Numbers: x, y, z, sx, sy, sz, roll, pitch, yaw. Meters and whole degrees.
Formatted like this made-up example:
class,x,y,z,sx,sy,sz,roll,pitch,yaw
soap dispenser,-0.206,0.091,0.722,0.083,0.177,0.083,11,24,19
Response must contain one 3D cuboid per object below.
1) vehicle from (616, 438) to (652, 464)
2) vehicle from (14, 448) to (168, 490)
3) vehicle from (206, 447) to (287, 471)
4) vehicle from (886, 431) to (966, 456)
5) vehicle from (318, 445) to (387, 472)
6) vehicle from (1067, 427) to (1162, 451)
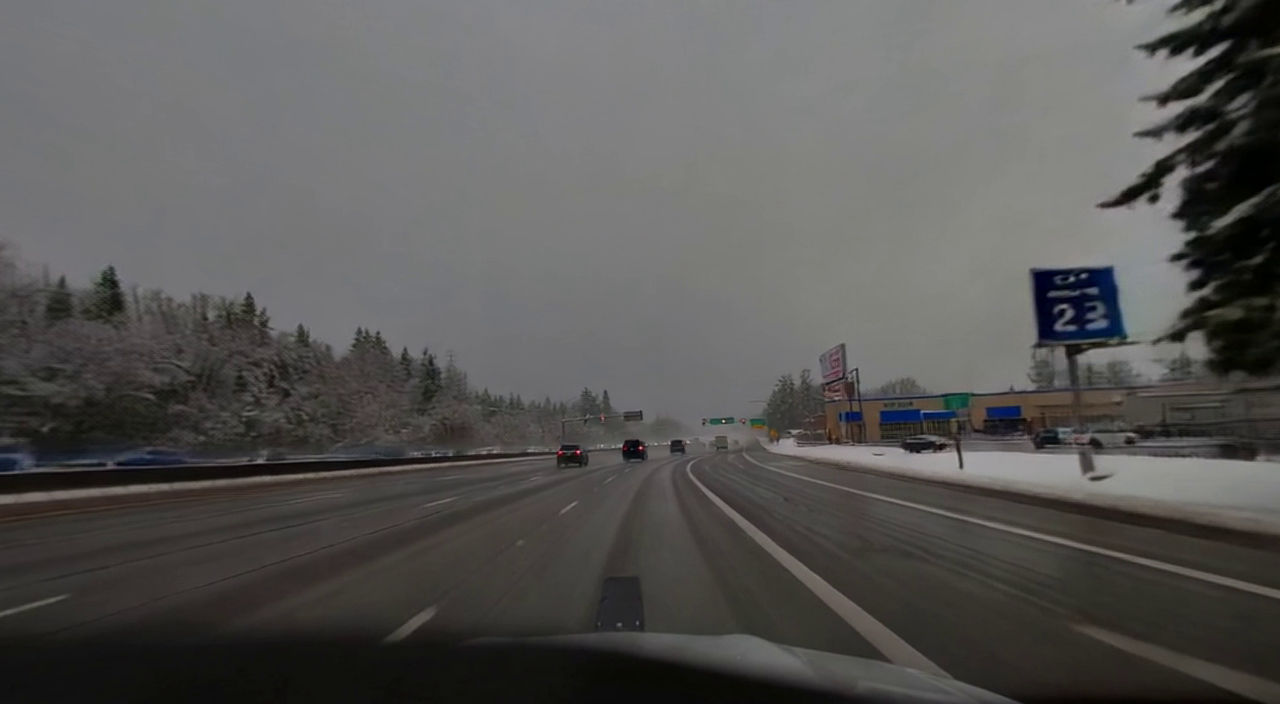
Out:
class,x,y,z,sx,sy,sz,roll,pitch,yaw
vehicle,-0.399,7.260,46.467,2.139,1.782,4.079,-1,-8,7
vehicle,-21.695,4.606,25.266,1.879,1.464,4.566,0,-8,4
vehicle,-25.815,7.023,41.704,1.885,1.469,4.788,-1,-8,7
vehicle,18.977,6.101,42.148,4.577,1.460,1.937,-6,-9,20
vehicle,-17.043,6.314,37.721,1.816,1.447,4.245,-1,-8,5
vehicle,31.274,5.777,41.802,4.650,1.484,1.920,-5,-10,28
